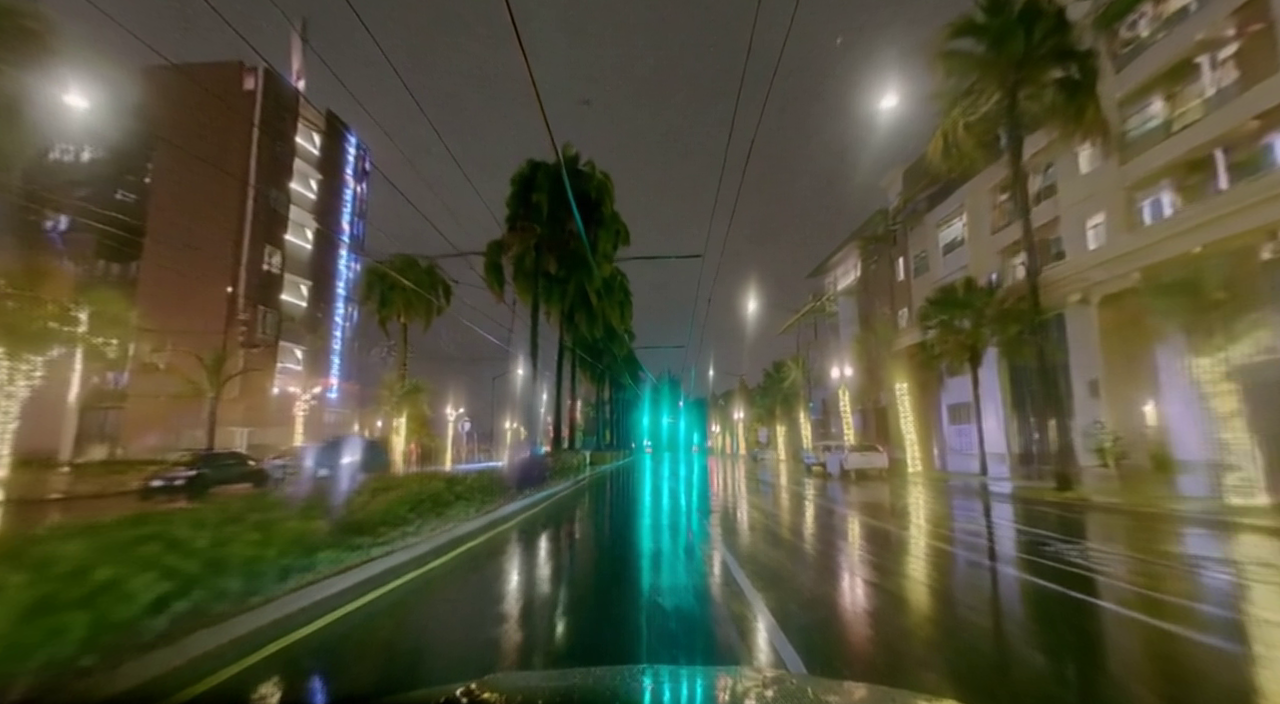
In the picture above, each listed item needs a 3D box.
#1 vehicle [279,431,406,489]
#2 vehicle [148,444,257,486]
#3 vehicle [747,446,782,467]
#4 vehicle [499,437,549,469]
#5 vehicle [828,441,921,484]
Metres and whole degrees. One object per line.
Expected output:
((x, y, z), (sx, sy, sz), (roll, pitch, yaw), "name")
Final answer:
((-10.647, 3.874, 23.077), (2.096, 1.860, 4.953), (0, -8, 2), "vehicle")
((-16.355, 4.190, 23.740), (1.819, 1.450, 3.003), (0, -8, 2), "vehicle")
((9.105, 7.652, 46.428), (1.733, 1.468, 4.326), (0, -8, 0), "vehicle")
((-7.107, 6.208, 38.974), (2.032, 1.824, 4.557), (0, -8, 2), "vehicle")
((8.883, 4.187, 24.271), (1.816, 1.488, 4.102), (1, -8, -3), "vehicle")
